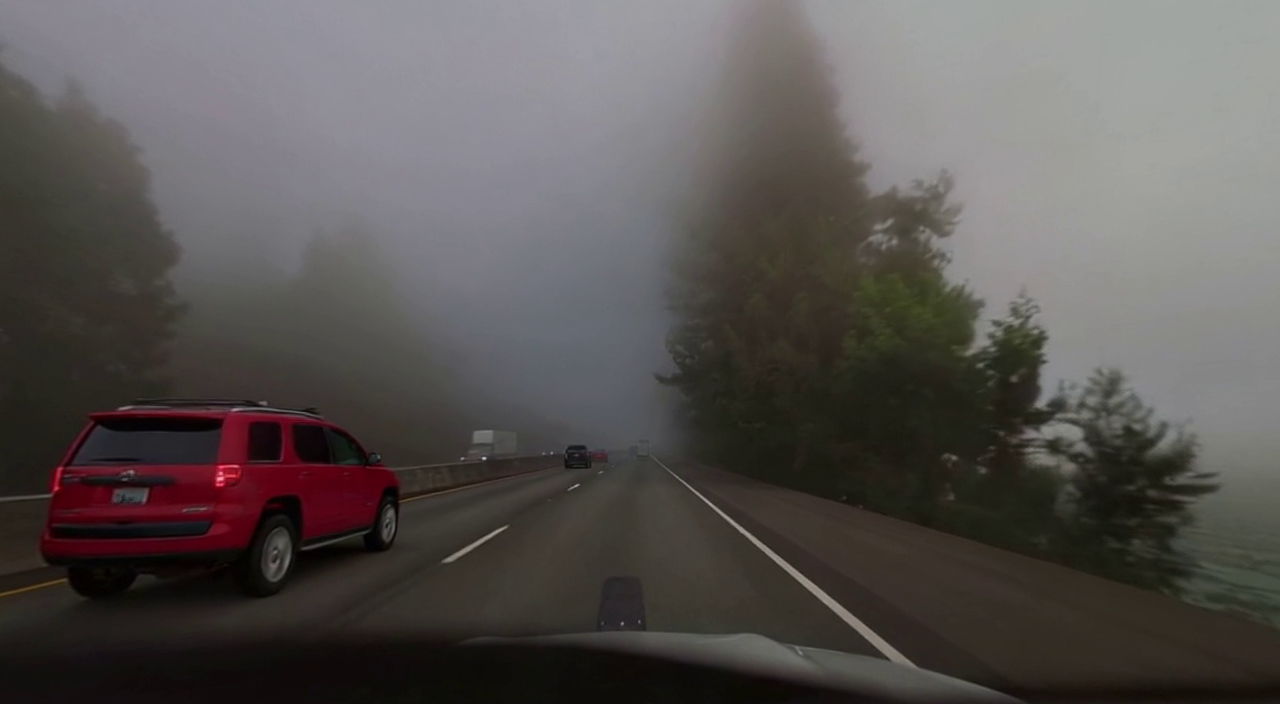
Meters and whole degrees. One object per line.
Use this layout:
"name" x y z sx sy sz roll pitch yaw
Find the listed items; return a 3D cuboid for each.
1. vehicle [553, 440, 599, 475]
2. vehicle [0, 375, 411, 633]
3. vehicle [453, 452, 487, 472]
"vehicle" -3.526 5.963 35.715 2.056 1.811 4.202 -1 -9 2
"vehicle" -4.582 1.504 7.187 2.102 1.941 4.703 0 -9 1
"vehicle" -12.809 8.301 47.640 1.629 1.422 3.602 0 -9 -1
